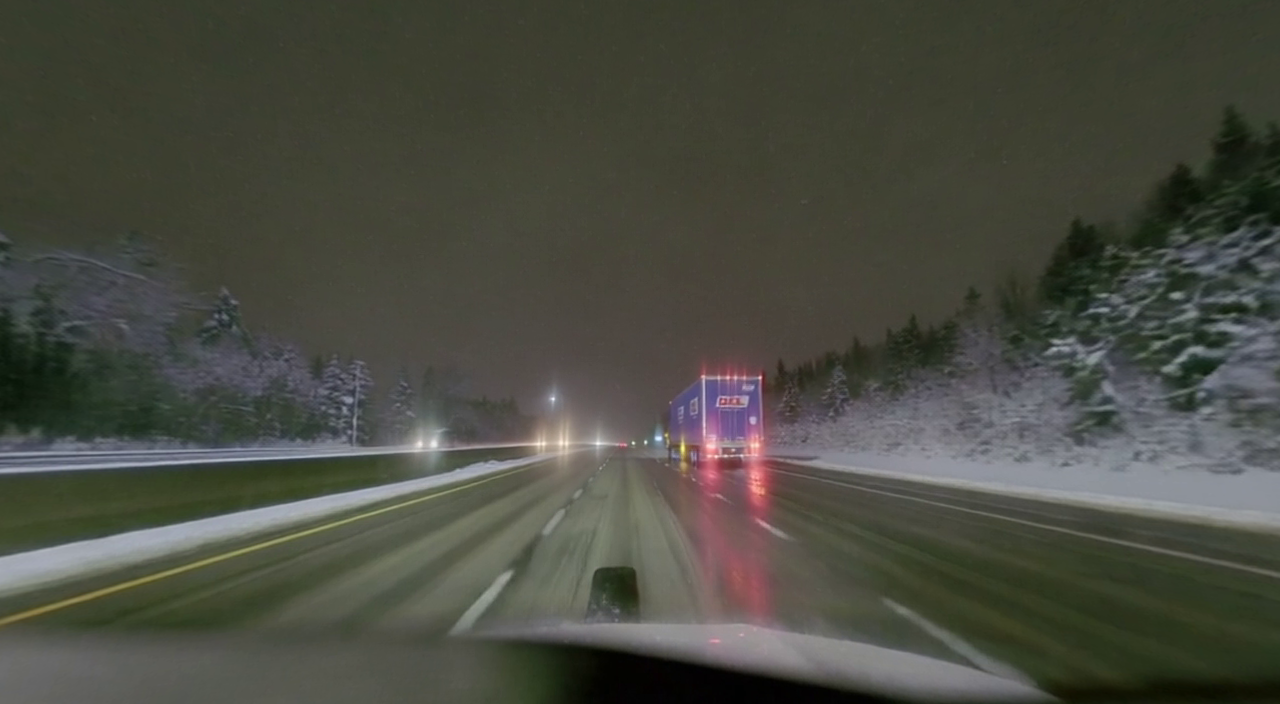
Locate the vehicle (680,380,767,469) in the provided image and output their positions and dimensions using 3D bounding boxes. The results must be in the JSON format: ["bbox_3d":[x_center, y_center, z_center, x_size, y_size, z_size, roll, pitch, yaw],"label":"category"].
[{"bbox_3d":[3.970,3.784,32.020,2.880,3.918,8.254,0,-8,-3],"label":"vehicle"}]
